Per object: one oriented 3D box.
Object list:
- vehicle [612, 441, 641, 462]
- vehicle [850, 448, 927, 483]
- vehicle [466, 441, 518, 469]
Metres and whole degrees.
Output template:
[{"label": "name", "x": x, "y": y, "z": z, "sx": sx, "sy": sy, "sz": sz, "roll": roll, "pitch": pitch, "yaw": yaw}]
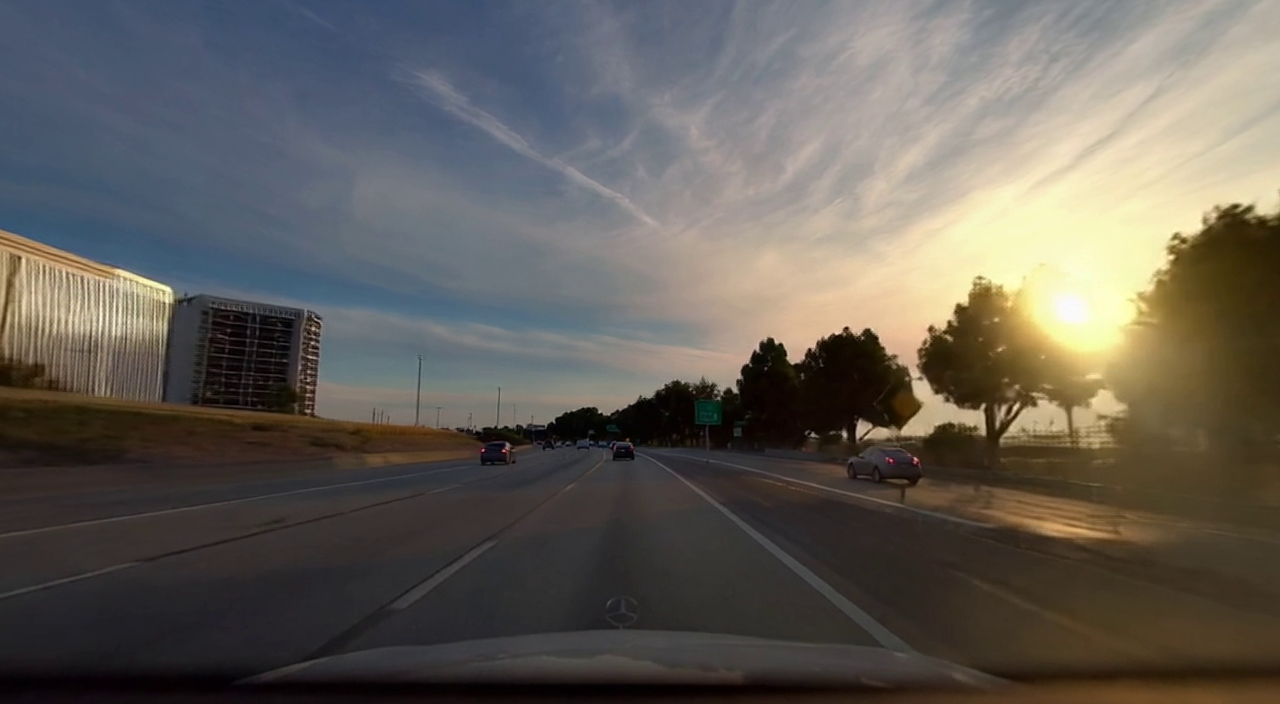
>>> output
[{"label": "vehicle", "x": -1.065, "y": 7.349, "z": 46.746, "sx": 2.038, "sy": 1.414, "sz": 4.357, "roll": 0, "pitch": -9, "yaw": -2}, {"label": "vehicle", "x": 13.739, "y": 6.269, "z": 35.194, "sx": 2.023, "sy": 1.782, "sz": 4.193, "roll": 1, "pitch": -9, "yaw": -10}, {"label": "vehicle", "x": -8.372, "y": 5.854, "z": 36.156, "sx": 2.009, "sy": 1.454, "sz": 4.250, "roll": 0, "pitch": -9, "yaw": -1}]
